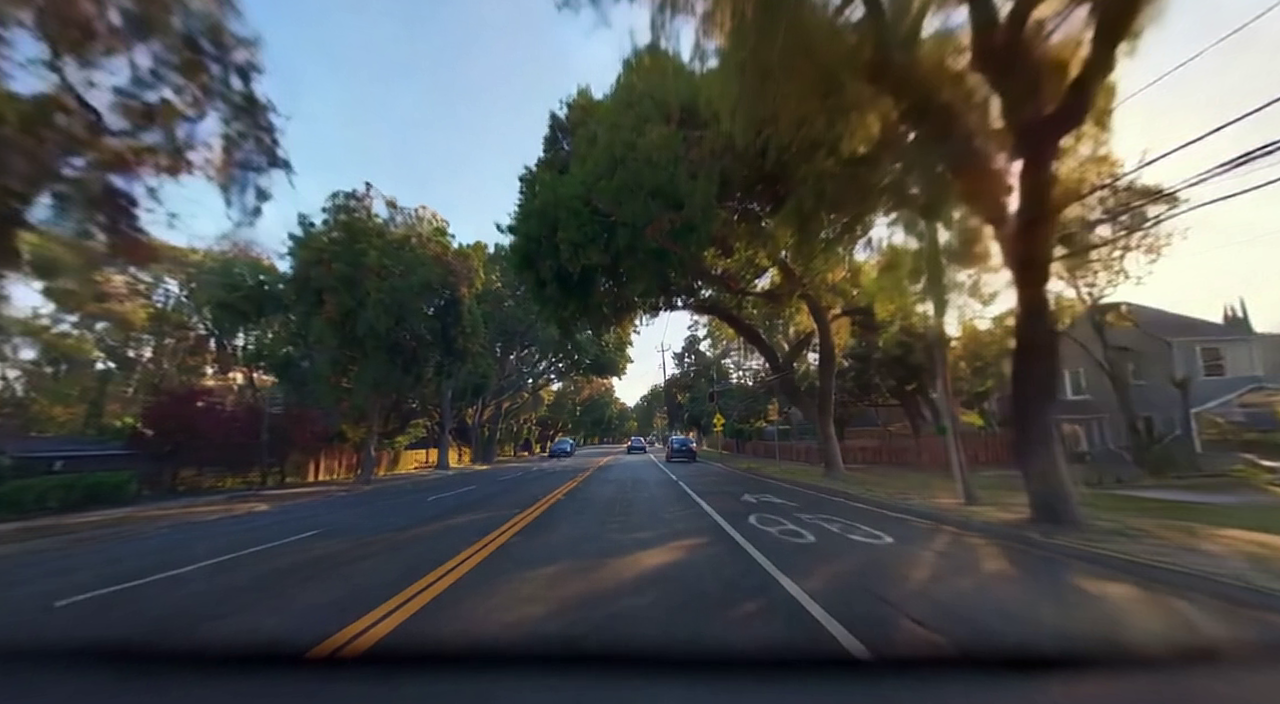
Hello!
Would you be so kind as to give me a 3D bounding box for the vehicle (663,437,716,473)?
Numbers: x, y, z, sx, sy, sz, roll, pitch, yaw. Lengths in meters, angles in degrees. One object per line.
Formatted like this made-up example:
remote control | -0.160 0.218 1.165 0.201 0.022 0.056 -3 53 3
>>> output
vehicle | 2.132 4.592 28.235 1.975 1.497 3.647 0 -8 -2
